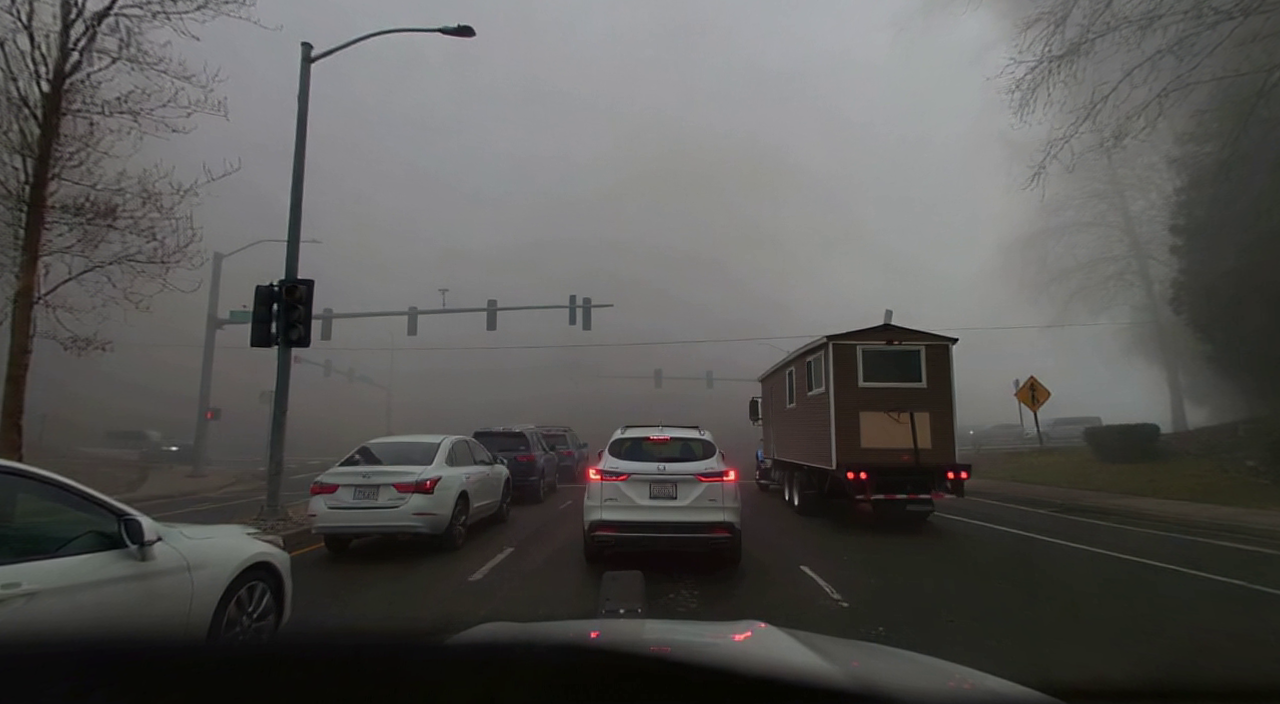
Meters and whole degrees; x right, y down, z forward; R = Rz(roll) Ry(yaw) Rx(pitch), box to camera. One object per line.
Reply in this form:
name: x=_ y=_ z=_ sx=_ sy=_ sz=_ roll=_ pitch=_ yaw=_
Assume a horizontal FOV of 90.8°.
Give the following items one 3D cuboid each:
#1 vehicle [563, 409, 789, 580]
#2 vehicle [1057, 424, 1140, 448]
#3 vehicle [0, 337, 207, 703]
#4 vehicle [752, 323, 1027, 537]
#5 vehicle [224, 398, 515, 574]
vehicle: x=0.362 y=1.702 z=8.312 sx=2.189 sy=1.649 sz=4.171 roll=0 pitch=-9 yaw=0
vehicle: x=33.171 y=6.142 z=45.879 sx=4.671 sy=1.595 sz=1.824 roll=-6 pitch=-10 yaw=31
vehicle: x=-3.432 y=0.675 z=1.470 sx=1.952 sy=1.730 sz=4.116 roll=0 pitch=-9 yaw=-1
vehicle: x=3.689 y=1.396 z=10.996 sx=2.531 sy=2.750 sz=5.595 roll=0 pitch=-8 yaw=1
vehicle: x=-3.267 y=1.724 z=8.852 sx=2.085 sy=1.812 sz=4.388 roll=0 pitch=-9 yaw=0
